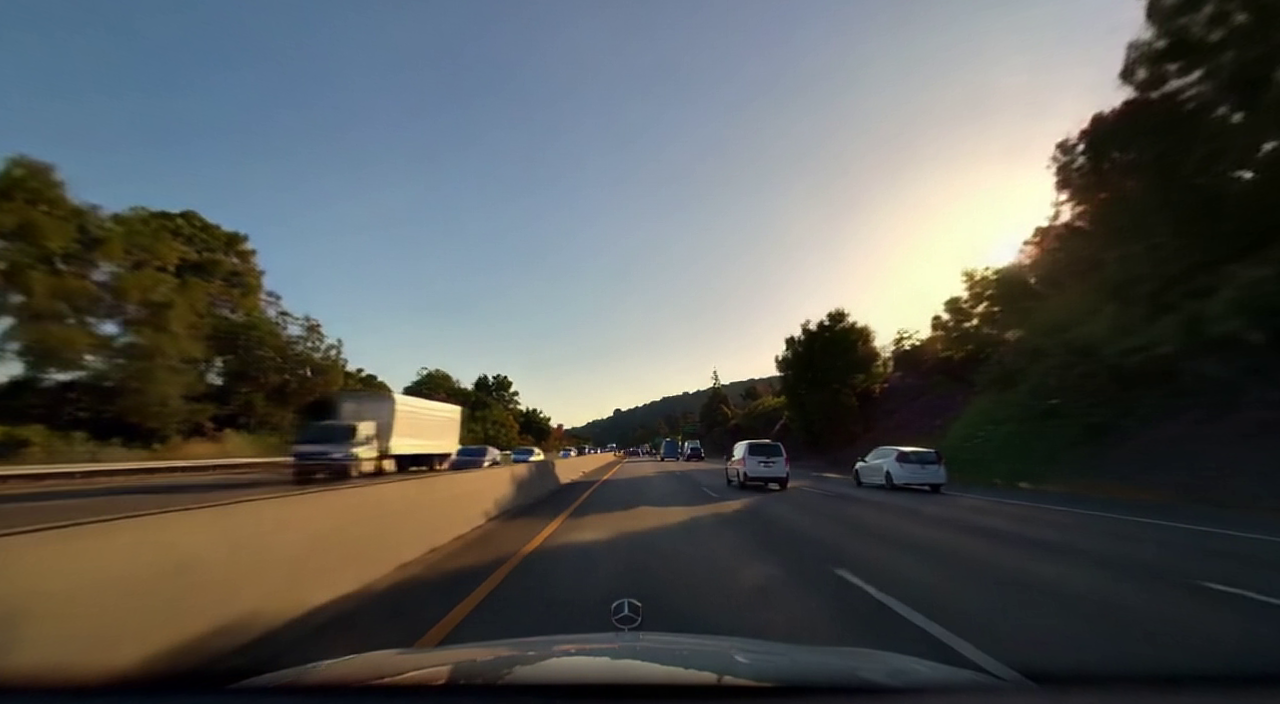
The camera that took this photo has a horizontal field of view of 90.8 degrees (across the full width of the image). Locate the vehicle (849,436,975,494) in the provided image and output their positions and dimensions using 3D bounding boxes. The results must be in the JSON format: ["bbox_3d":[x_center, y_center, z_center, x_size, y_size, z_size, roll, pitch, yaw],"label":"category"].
[{"bbox_3d":[8.610,3.616,20.511,2.018,1.636,4.510,0,-9,-1],"label":"vehicle"}]

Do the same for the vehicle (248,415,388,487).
[{"bbox_3d":[-12.013,3.773,24.174,2.298,2.378,5.828,0,-9,-1],"label":"vehicle"}]

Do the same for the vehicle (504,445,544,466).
[{"bbox_3d":[-8.480,7.621,46.564,2.015,1.467,4.629,0,-9,0],"label":"vehicle"}]

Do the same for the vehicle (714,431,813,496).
[{"bbox_3d":[3.651,3.417,19.625,2.070,1.751,4.576,0,-9,-1],"label":"vehicle"}]

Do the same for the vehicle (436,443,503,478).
[{"bbox_3d":[-7.802,5.004,29.289,1.928,1.484,4.428,0,-9,0],"label":"vehicle"}]
